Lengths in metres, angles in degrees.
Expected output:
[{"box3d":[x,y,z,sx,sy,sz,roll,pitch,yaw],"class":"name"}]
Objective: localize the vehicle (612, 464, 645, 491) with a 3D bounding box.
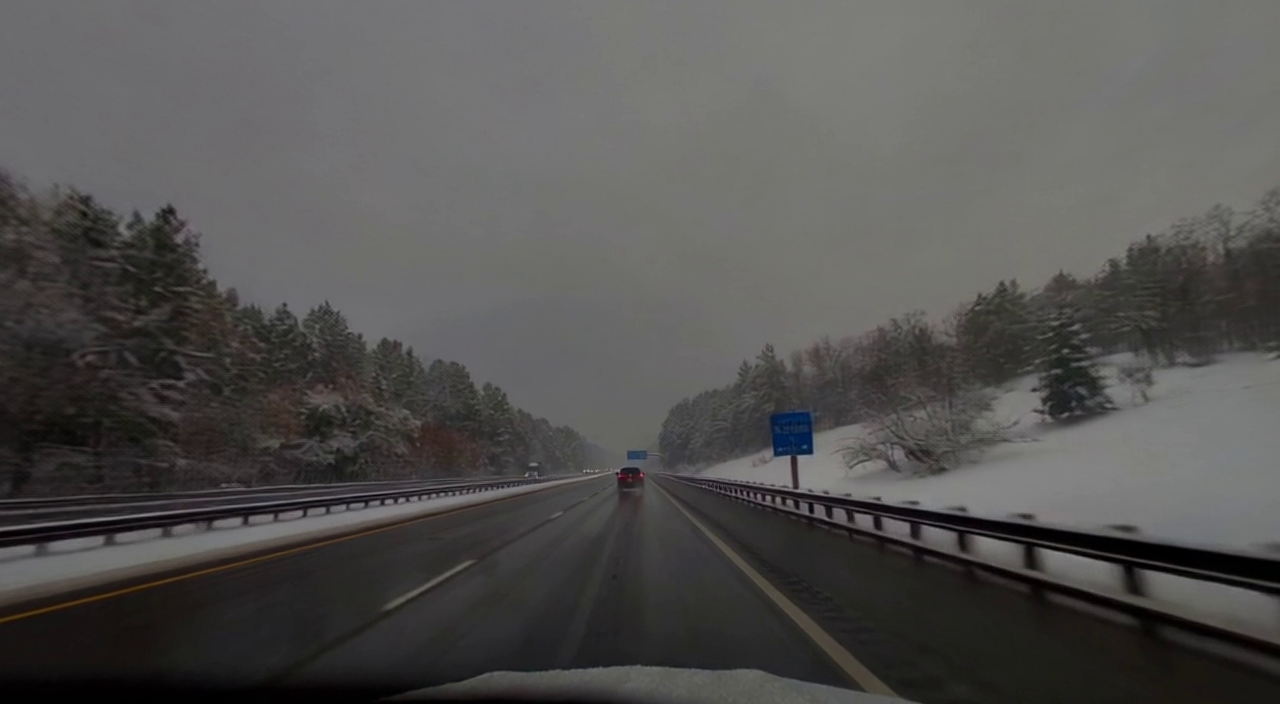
[{"box3d":[-0.737,8.446,42.578,2.107,1.668,4.554,1,-11,0],"class":"vehicle"}]
